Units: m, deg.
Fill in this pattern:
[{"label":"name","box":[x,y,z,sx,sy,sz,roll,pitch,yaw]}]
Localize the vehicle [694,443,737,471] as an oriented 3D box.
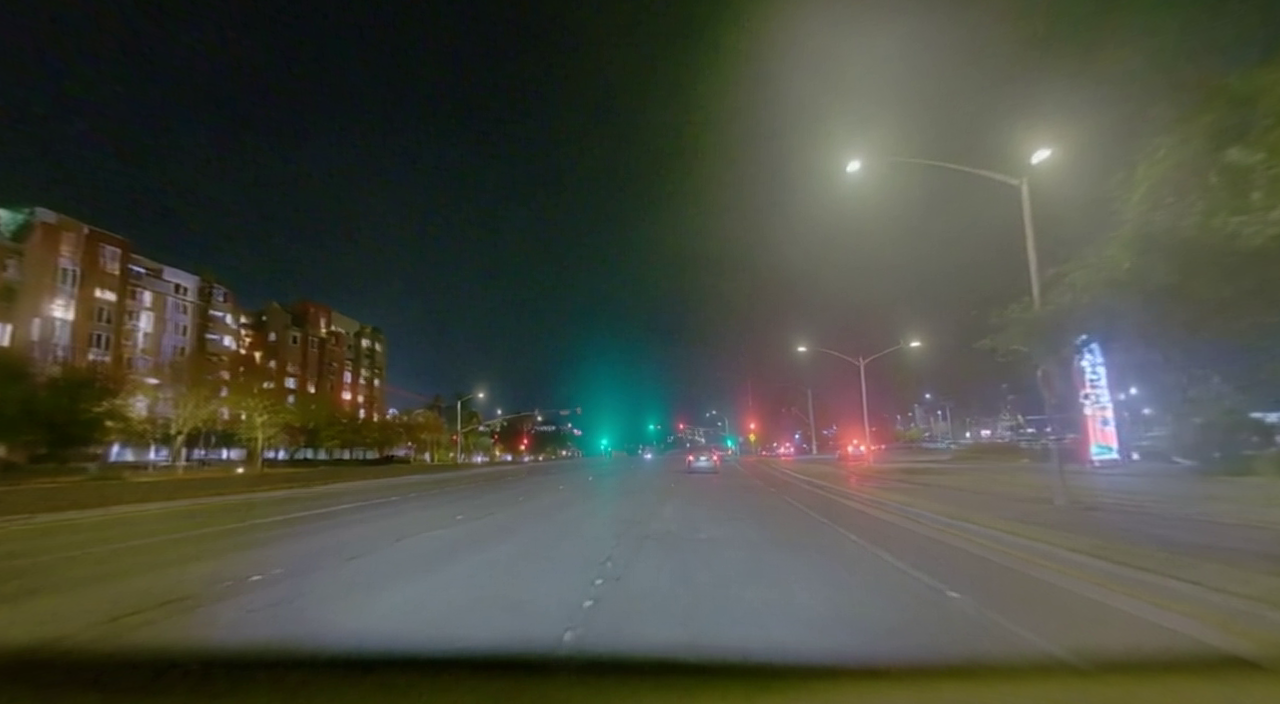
[{"label":"vehicle","box":[4.231,5.956,36.081,2.133,1.481,4.276,-1,-9,4]}]
